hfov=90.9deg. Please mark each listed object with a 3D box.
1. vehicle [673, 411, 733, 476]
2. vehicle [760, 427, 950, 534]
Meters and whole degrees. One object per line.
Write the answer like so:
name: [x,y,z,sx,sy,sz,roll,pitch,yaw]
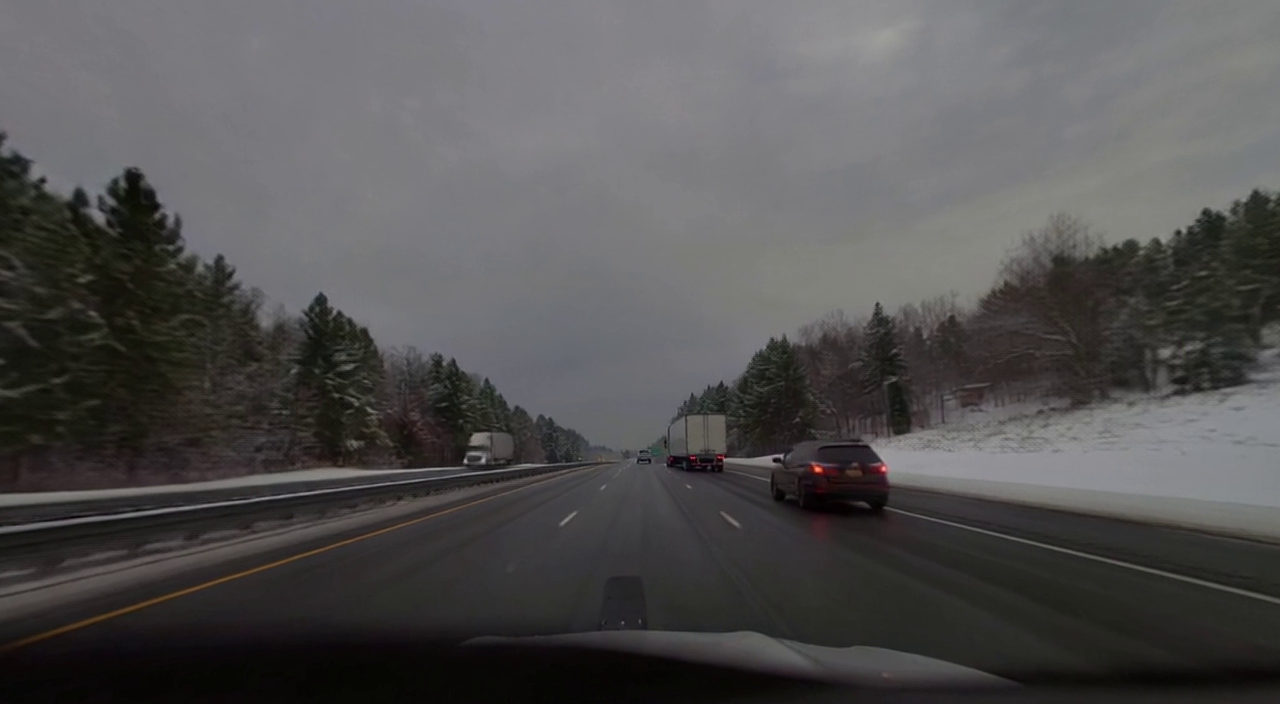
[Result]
vehicle: [4.157,6.468,44.203,3.117,3.971,10.593,1,-9,0]
vehicle: [3.767,2.340,12.005,2.096,1.653,4.185,0,-9,0]
